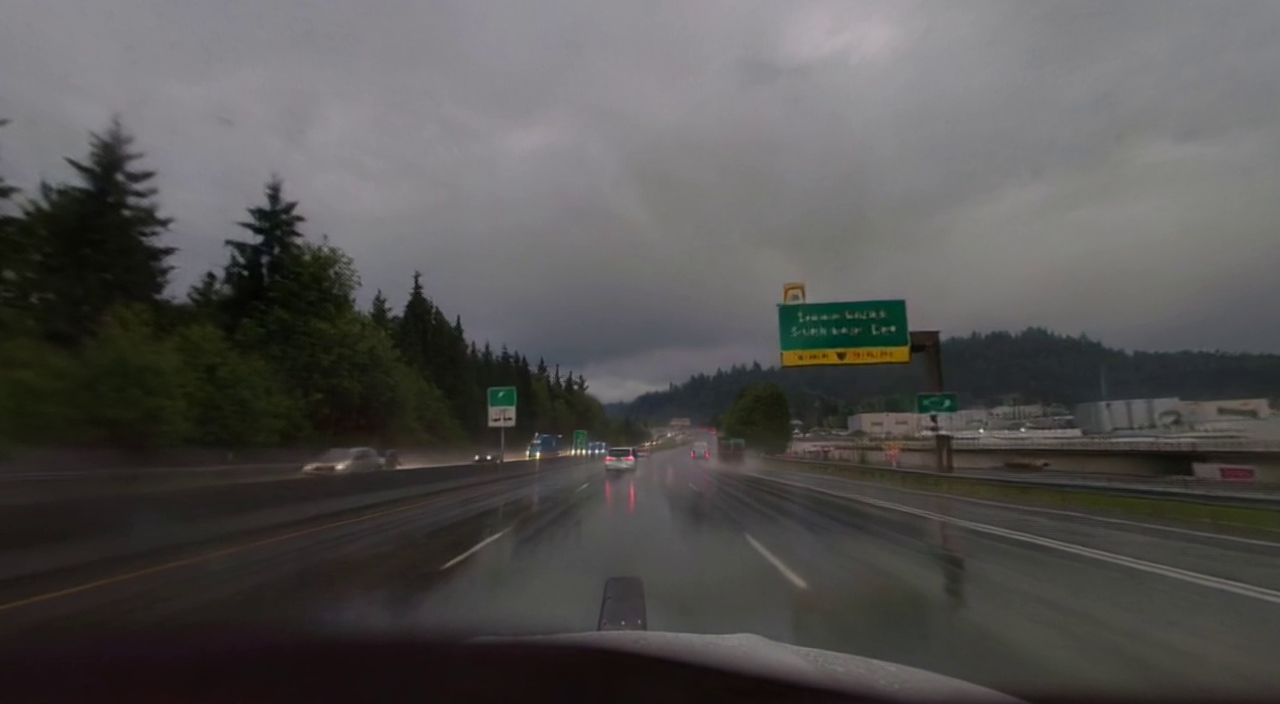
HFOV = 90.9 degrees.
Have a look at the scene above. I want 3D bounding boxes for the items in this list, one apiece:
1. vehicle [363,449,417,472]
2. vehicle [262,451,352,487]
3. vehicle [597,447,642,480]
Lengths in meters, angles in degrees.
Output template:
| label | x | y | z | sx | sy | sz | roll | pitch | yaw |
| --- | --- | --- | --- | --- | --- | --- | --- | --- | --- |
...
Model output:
| label | x | y | z | sx | sy | sz | roll | pitch | yaw |
| --- | --- | --- | --- | --- | --- | --- | --- | --- | --- |
| vehicle | -18.006 | 7.826 | 45.609 | 1.859 | 1.580 | 4.271 | -1 | -9 | 4 |
| vehicle | -14.965 | 5.257 | 28.575 | 1.817 | 1.470 | 3.869 | -1 | -9 | 3 |
| vehicle | -0.983 | 5.645 | 32.077 | 2.035 | 1.513 | 4.272 | 0 | -9 | 2 |
